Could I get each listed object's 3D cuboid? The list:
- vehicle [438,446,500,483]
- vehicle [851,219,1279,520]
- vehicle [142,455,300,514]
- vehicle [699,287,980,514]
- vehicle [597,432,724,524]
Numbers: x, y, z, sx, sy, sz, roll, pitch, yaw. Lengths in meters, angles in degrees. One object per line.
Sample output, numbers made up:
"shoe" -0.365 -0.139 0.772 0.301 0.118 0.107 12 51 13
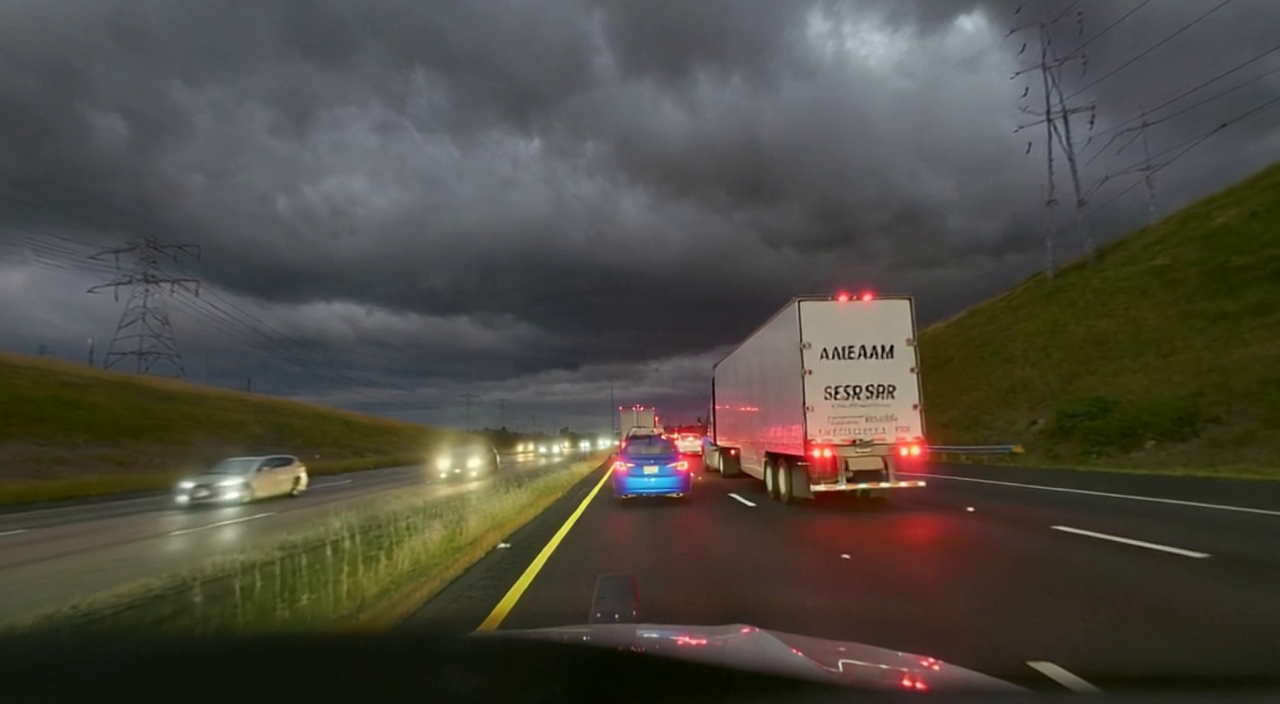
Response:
"vehicle" -8.049 5.303 29.988 1.926 1.606 3.853 -1 -8 -1
"vehicle" 8.679 1.038 14.777 2.845 4.146 12.401 0 -8 -1
"vehicle" -12.377 3.908 19.001 1.918 1.457 4.106 -1 -8 1
"vehicle" 4.220 1.813 18.435 3.138 4.065 14.276 0 -8 -2
"vehicle" 0.293 2.291 12.037 2.045 1.446 3.597 0 -8 -1
